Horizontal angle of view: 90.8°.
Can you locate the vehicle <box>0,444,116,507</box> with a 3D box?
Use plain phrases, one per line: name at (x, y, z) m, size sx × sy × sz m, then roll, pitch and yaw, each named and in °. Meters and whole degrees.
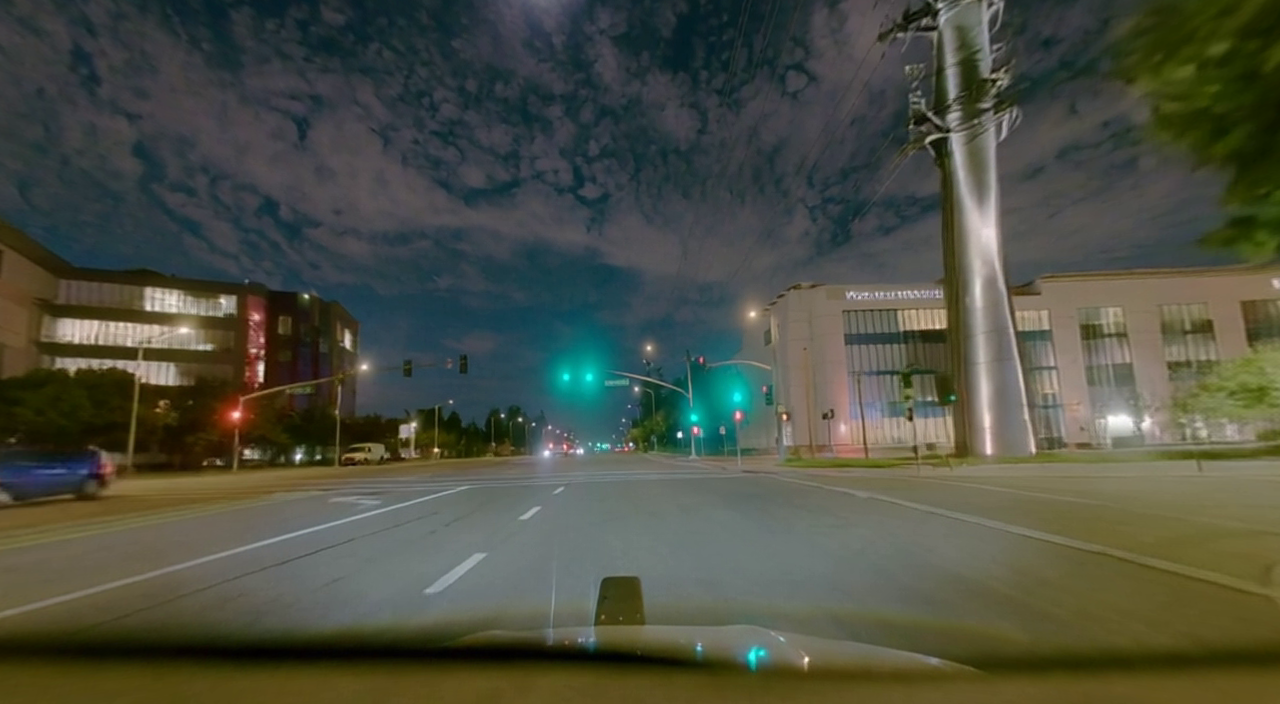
vehicle at (-20.326, 4.028, 20.924) m, size 2.097 × 1.858 × 4.601 m, roll 0°, pitch -9°, yaw -3°
